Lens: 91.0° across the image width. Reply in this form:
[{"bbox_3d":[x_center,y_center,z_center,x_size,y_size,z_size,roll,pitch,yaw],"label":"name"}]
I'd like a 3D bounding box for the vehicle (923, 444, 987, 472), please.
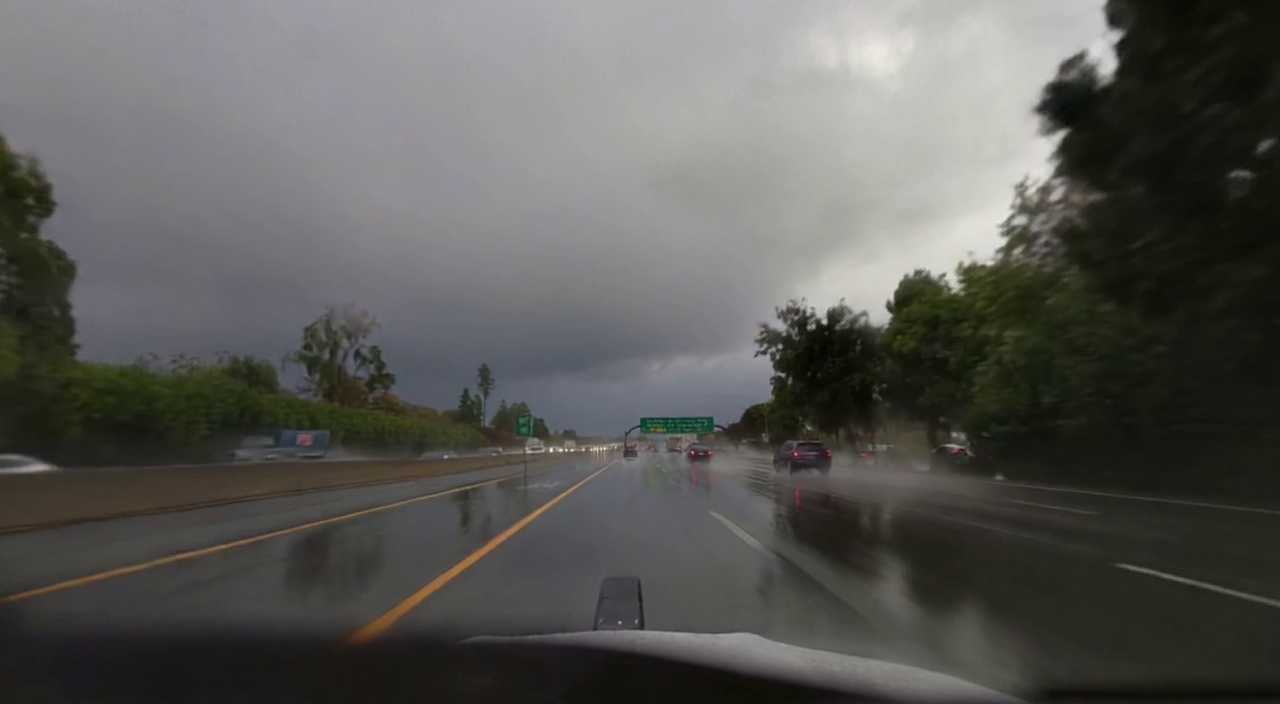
[{"bbox_3d":[20.165,6.778,40.526,1.887,1.642,4.592,0,-9,3],"label":"vehicle"}]

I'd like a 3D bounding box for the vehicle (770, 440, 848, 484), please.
[{"bbox_3d":[6.760,4.416,25.674,1.902,1.623,4.360,0,-8,-1],"label":"vehicle"}]

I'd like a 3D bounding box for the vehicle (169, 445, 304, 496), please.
[{"bbox_3d":[-15.166,4.430,24.040,2.023,1.715,4.559,0,-8,2],"label":"vehicle"}]

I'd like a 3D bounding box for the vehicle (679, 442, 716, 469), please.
[{"bbox_3d":[3.717,6.777,41.440,2.035,1.704,3.867,0,-8,-1],"label":"vehicle"}]

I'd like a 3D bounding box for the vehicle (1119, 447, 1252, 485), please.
[{"bbox_3d":[23.470,4.887,27.366,1.774,1.457,4.653,0,-9,3],"label":"vehicle"}]
